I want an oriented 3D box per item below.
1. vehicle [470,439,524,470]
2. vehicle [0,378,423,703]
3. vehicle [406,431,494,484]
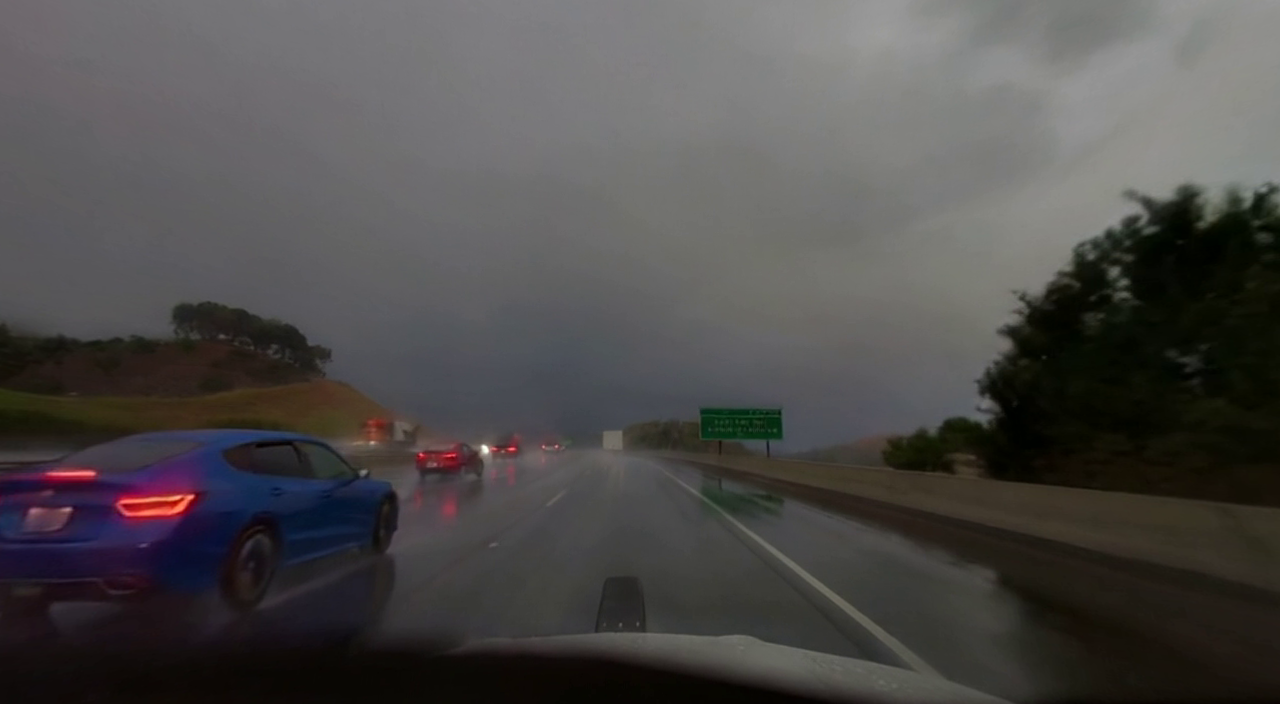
[{"bbox_3d":[-8.048,5.807,35.898,2.099,1.644,4.638,1,-9,-1],"label":"vehicle"},{"bbox_3d":[-3.857,1.321,5.619,2.180,1.685,4.668,0,-9,0],"label":"vehicle"},{"bbox_3d":[-6.823,3.841,23.100,2.081,1.740,4.268,1,-9,-3],"label":"vehicle"}]
